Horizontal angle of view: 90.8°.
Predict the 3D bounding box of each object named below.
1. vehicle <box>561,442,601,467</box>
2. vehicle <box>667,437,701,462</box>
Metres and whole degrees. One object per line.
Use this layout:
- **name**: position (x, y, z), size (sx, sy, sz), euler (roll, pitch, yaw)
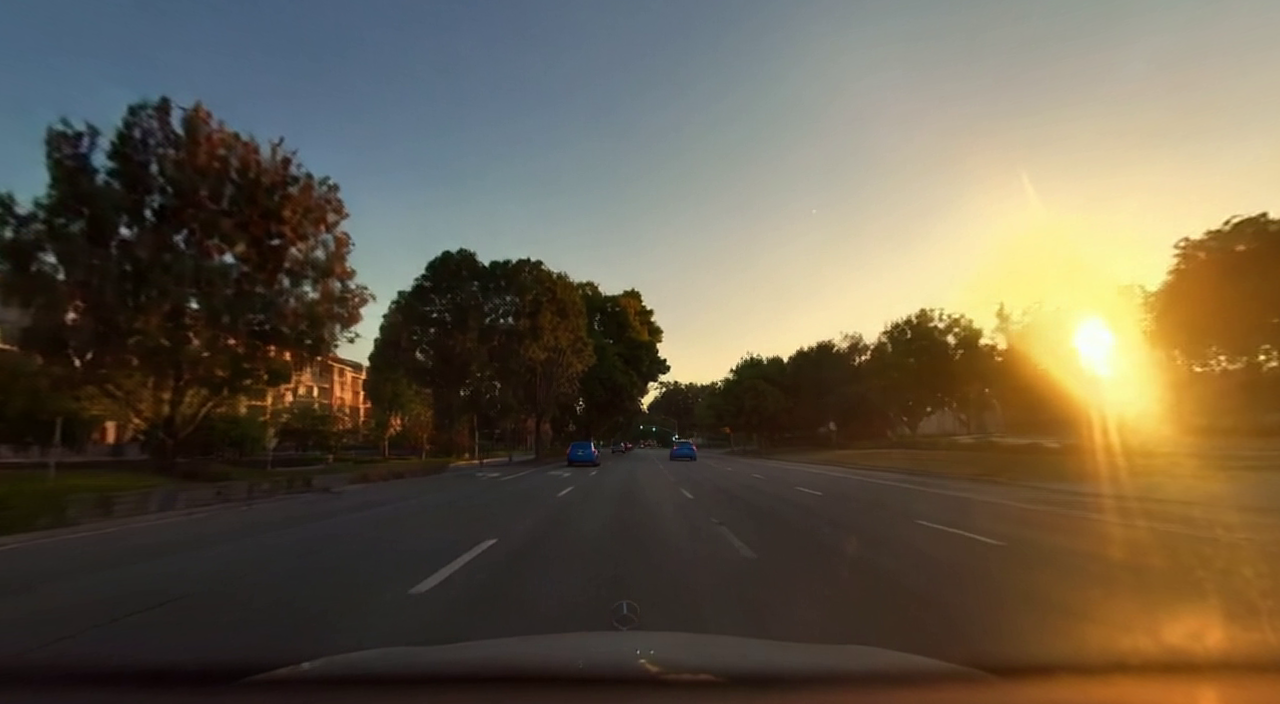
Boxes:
- **vehicle**: position (-3.687, 6.505, 40.316), size (2.112, 1.471, 4.212), euler (0, -8, 1)
- **vehicle**: position (3.127, 6.994, 45.477), size (2.072, 1.696, 4.177), euler (0, -8, -1)
